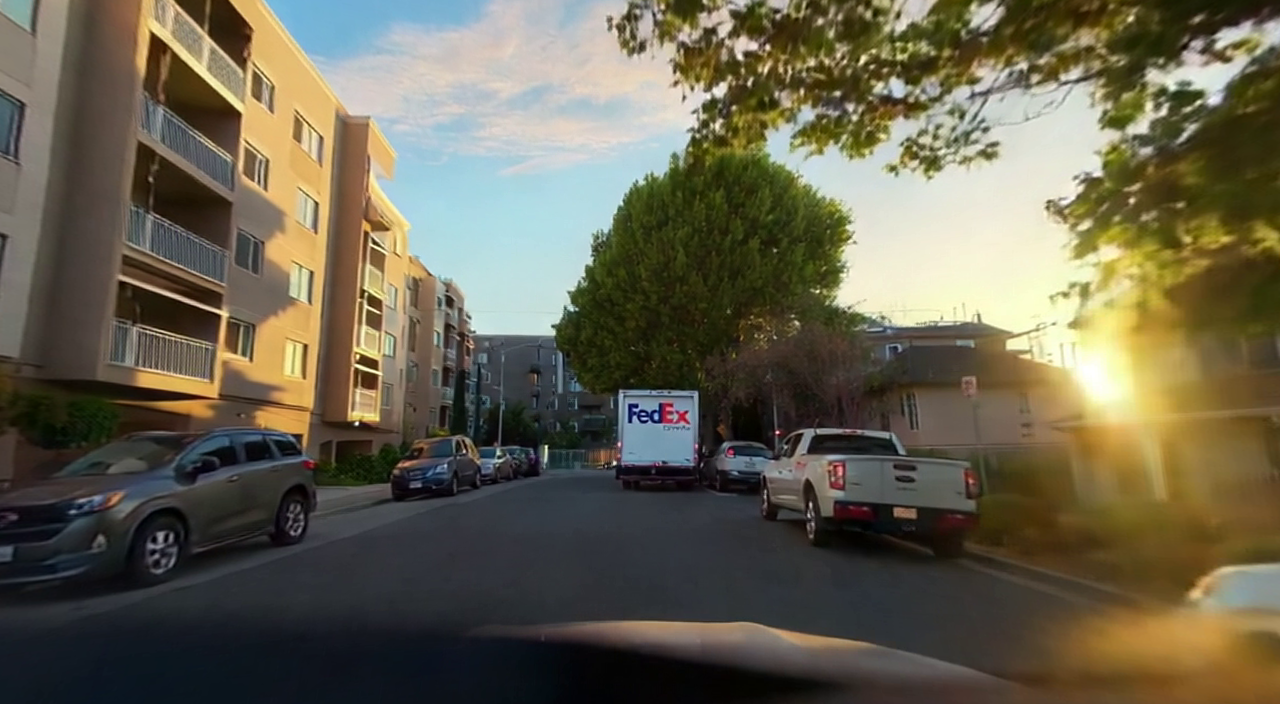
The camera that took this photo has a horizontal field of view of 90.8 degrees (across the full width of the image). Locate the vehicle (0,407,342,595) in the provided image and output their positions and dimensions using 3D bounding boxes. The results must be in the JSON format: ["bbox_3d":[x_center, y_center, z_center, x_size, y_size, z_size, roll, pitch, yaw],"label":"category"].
[{"bbox_3d":[-5.963,1.729,8.187,2.089,1.757,4.256,0,-8,0],"label":"vehicle"}]

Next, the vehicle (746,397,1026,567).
[{"bbox_3d":[3.378,1.939,10.309,2.221,1.991,5.564,0,-8,-1],"label":"vehicle"}]

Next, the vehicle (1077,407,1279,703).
[{"bbox_3d":[3.384,0.795,1.261,1.877,1.500,4.407,0,-8,0],"label":"vehicle"}]

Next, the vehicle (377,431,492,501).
[{"bbox_3d":[-6.077,3.413,19.381,2.020,1.867,4.654,0,-8,-1],"label":"vehicle"}]

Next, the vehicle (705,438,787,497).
[{"bbox_3d":[3.195,3.550,19.809,1.868,1.623,3.815,0,-8,0],"label":"vehicle"}]

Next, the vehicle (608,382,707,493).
[{"bbox_3d":[0.412,3.143,22.941,2.930,3.275,8.180,0,-8,-1],"label":"vehicle"}]

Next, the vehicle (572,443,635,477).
[{"bbox_3d":[-1.676,5.137,30.405,1.981,1.500,3.992,-2,-9,13],"label":"vehicle"}]
